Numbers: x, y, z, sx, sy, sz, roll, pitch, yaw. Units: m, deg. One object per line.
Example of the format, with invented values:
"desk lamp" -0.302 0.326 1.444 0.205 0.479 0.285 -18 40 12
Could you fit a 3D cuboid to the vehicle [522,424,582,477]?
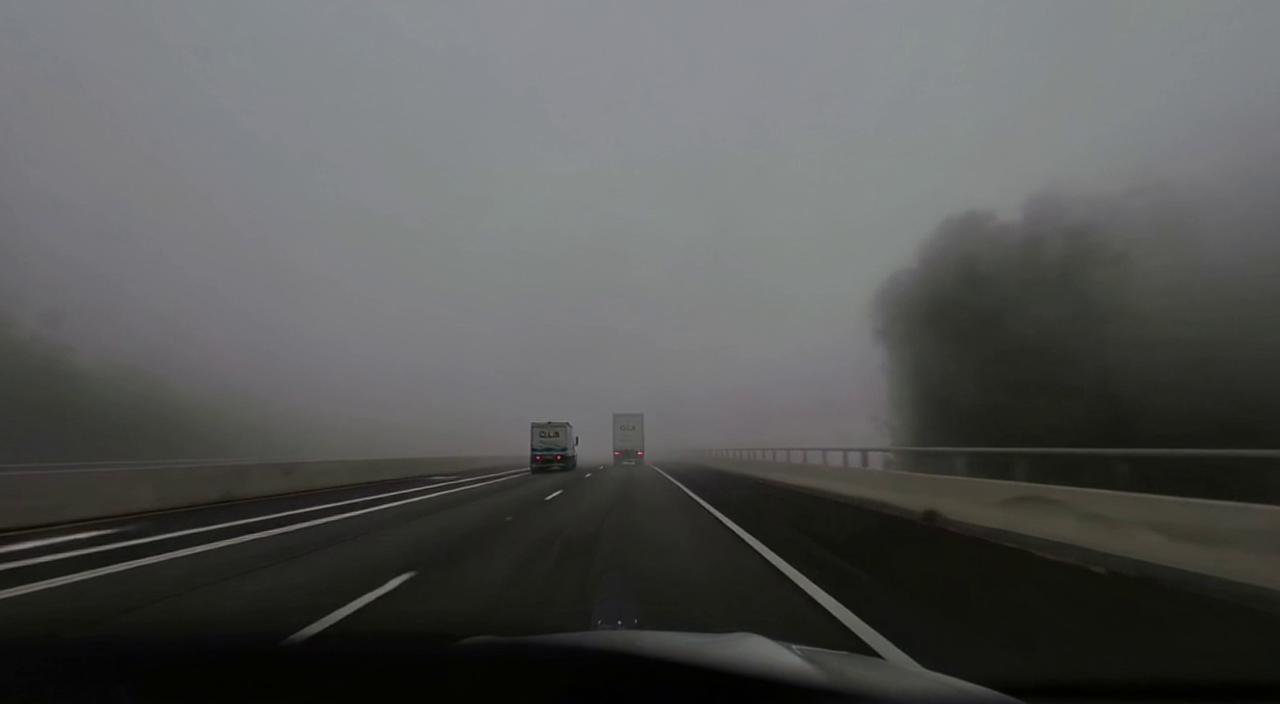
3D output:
"vehicle" -4.780 5.491 35.039 2.529 2.697 5.935 0 -9 -1
